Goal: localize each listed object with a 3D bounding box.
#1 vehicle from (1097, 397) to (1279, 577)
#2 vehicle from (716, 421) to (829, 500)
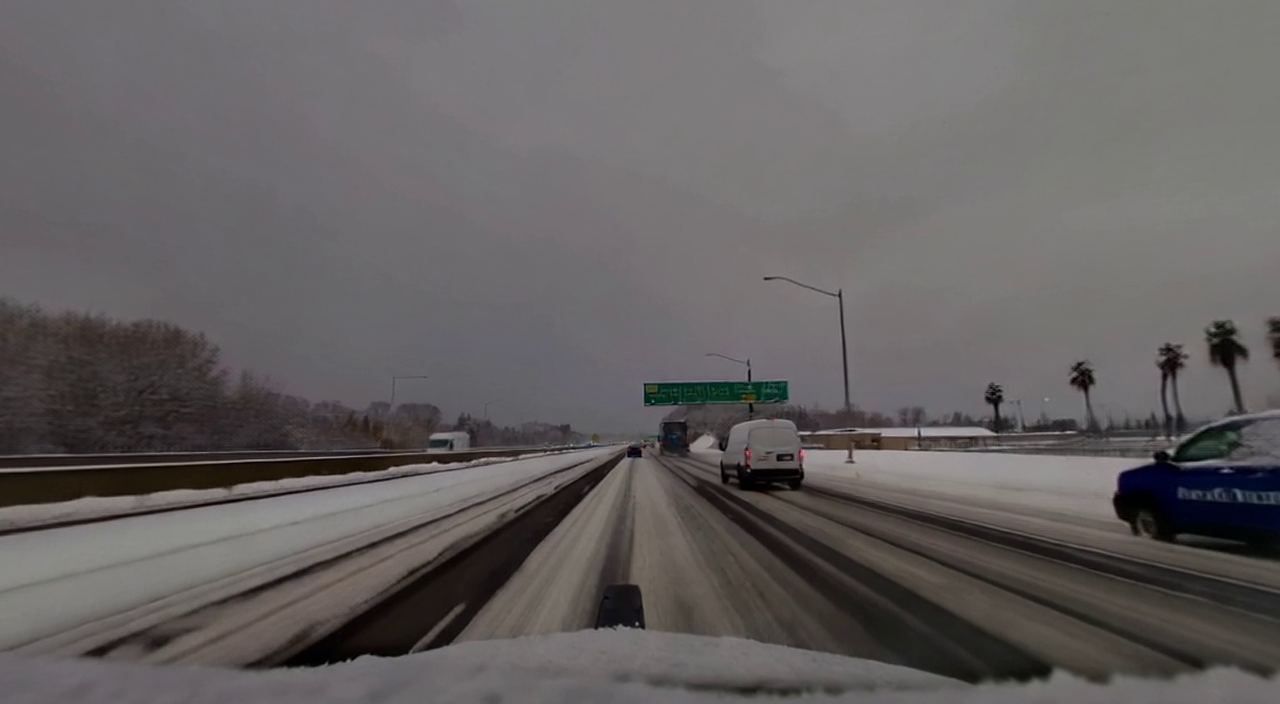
[{"bbox_3d":[7.588,1.350,6.307,2.266,1.799,4.947,0,-9,-1],"label":"vehicle"},{"bbox_3d":[3.547,3.030,17.990,2.035,1.931,4.841,0,-9,-2],"label":"vehicle"}]
